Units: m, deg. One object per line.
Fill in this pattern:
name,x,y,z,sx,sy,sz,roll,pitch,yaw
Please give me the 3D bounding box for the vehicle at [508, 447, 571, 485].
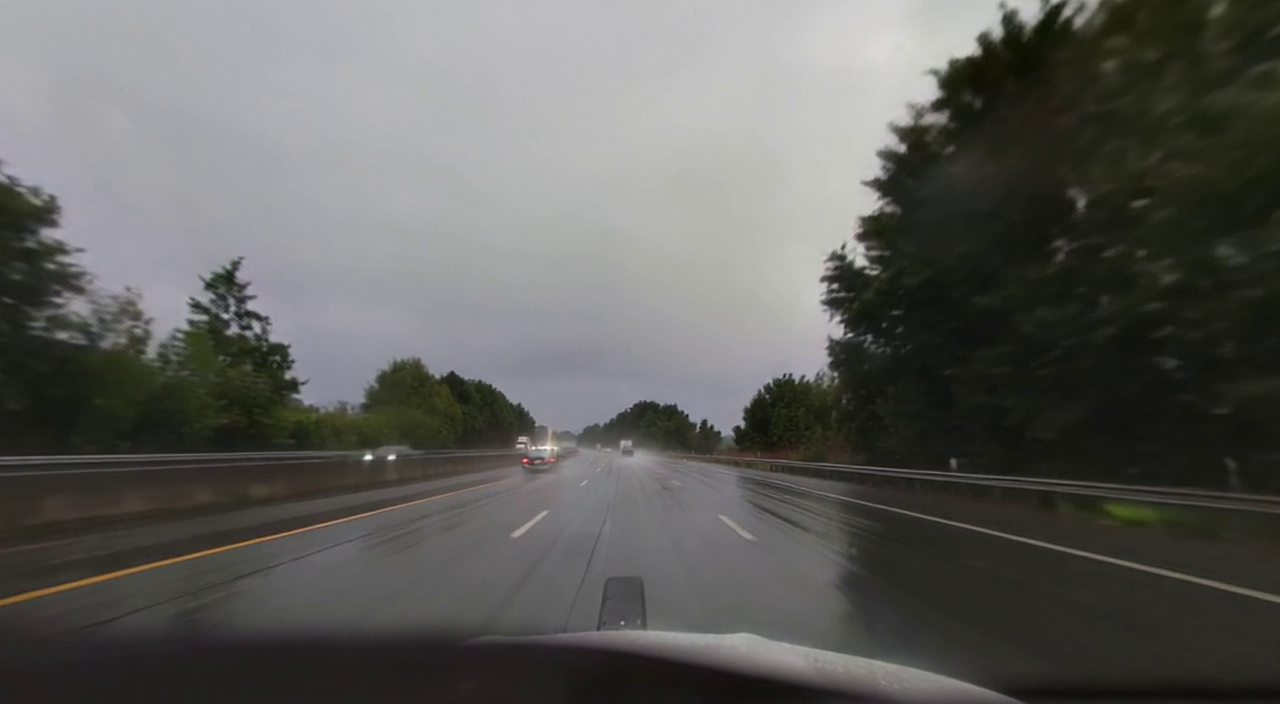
vehicle,-4.251,4.901,27.415,2.022,1.513,4.613,0,-9,0
